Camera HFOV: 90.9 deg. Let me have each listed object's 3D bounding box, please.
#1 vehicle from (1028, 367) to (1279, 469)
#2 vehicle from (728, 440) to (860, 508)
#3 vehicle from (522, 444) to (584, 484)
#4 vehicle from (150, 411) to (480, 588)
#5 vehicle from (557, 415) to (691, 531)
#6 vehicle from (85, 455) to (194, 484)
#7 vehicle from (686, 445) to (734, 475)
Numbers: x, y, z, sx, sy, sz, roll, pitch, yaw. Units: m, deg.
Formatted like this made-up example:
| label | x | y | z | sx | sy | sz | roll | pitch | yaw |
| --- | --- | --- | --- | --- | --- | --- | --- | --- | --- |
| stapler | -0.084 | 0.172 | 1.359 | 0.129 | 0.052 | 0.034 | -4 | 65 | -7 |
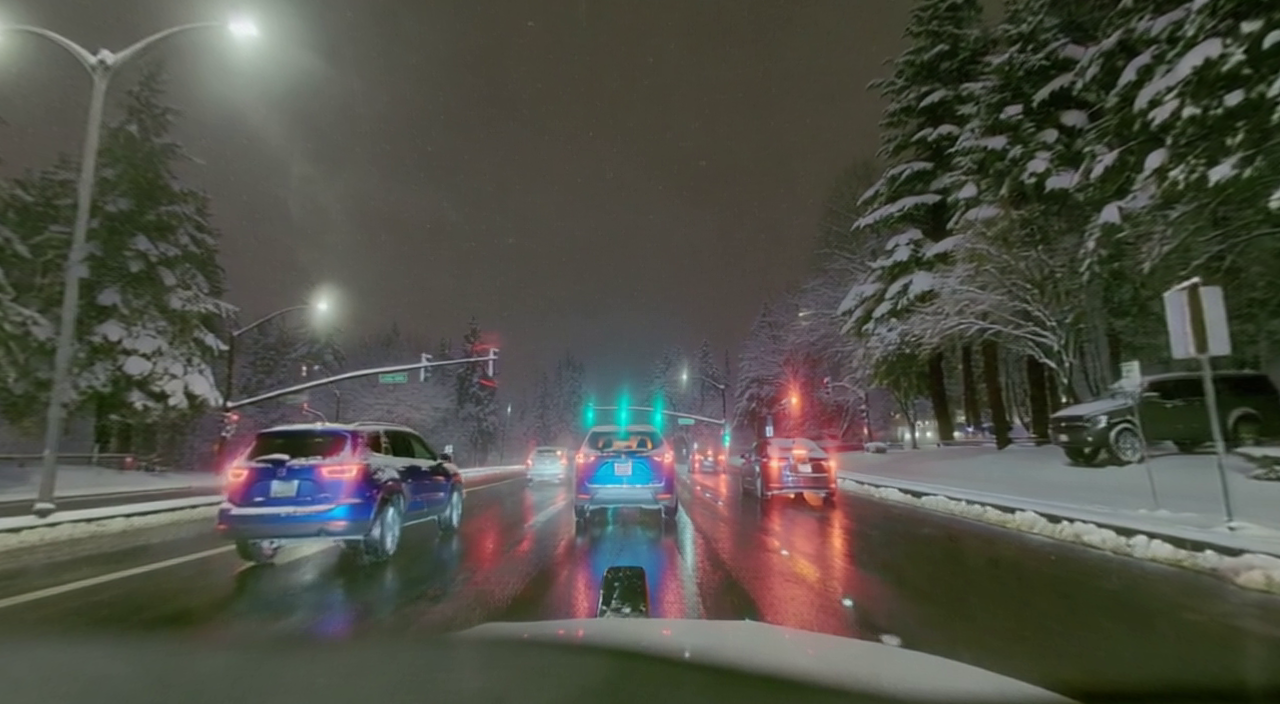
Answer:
| label | x | y | z | sx | sy | sz | roll | pitch | yaw |
| --- | --- | --- | --- | --- | --- | --- | --- | --- | --- |
| vehicle | 17.795 | 2.281 | 21.415 | 7.314 | 3.230 | 2.680 | 0 | -8 | -1 |
| vehicle | 3.766 | 3.077 | 16.458 | 2.036 | 1.480 | 4.659 | 0 | -8 | -3 |
| vehicle | -3.444 | 4.509 | 25.765 | 1.897 | 1.479 | 4.204 | 0 | -8 | 1 |
| vehicle | -3.733 | 1.759 | 8.352 | 2.039 | 1.709 | 4.265 | 0 | -8 | 1 |
| vehicle | -0.250 | 2.261 | 12.316 | 2.132 | 1.816 | 4.471 | 0 | -8 | 0 |
| vehicle | -33.954 | 7.973 | 42.912 | 5.352 | 1.850 | 2.276 | 0 | -8 | -2 |
| vehicle | 3.574 | 5.641 | 33.115 | 1.996 | 1.443 | 4.270 | 0 | -8 | -1 |
